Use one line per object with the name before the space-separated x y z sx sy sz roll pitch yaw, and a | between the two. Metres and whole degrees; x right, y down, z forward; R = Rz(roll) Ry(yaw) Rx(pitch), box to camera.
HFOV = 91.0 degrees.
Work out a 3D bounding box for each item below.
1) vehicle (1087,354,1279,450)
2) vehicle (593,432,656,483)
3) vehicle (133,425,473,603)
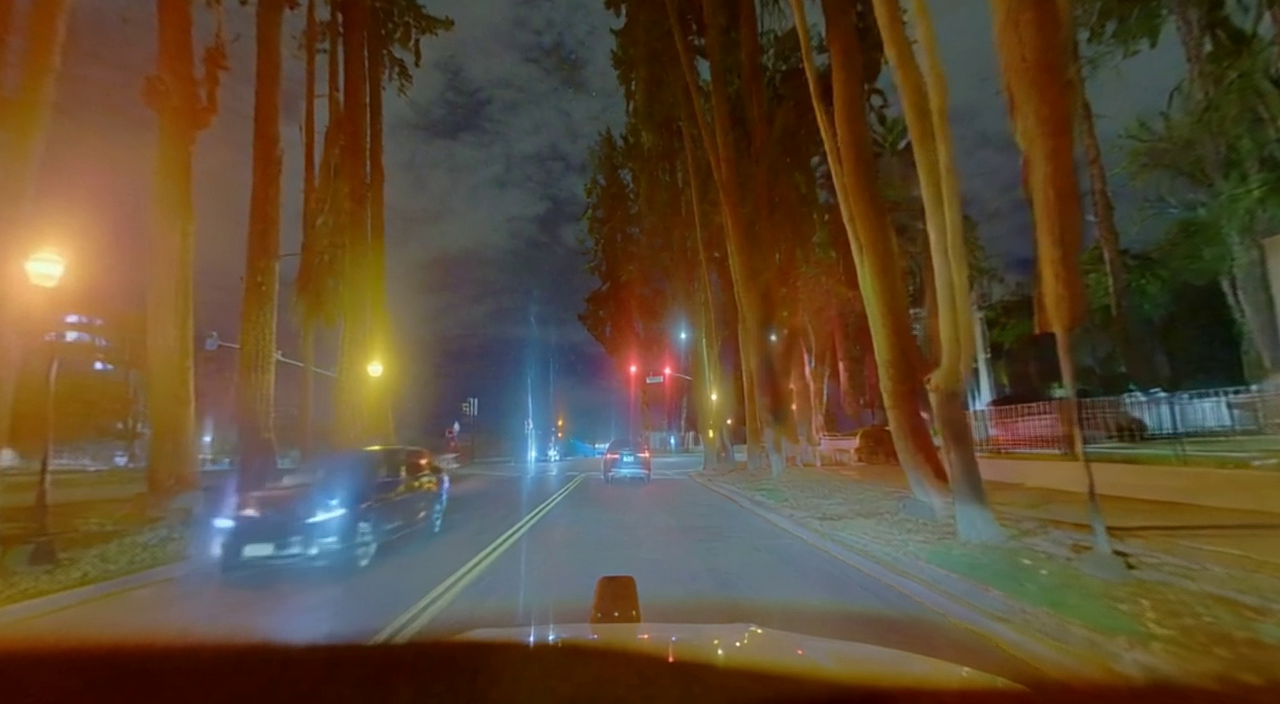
vehicle | 11.637 0.977 12.033 4.559 1.619 1.855 -3 -9 6
vehicle | -0.511 3.875 23.357 2.142 1.686 3.816 -1 -8 0
vehicle | -3.685 1.806 7.960 2.057 1.613 4.062 -1 -8 0
